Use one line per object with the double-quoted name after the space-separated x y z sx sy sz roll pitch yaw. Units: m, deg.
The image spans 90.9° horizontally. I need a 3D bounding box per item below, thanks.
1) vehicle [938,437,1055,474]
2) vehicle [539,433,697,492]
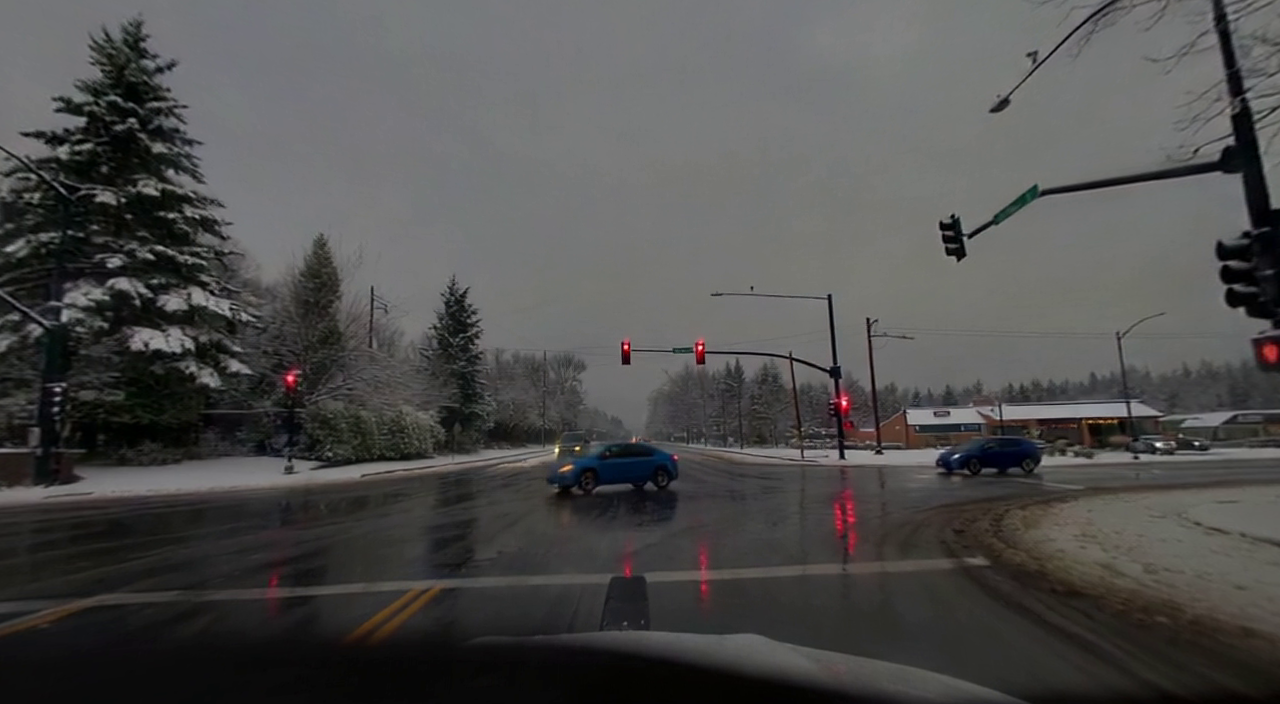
15.409 4.447 27.248 4.377 1.523 1.877 3 -9 -19 "vehicle"
-0.508 3.128 18.273 1.864 1.482 4.528 -8 -12 44 "vehicle"
